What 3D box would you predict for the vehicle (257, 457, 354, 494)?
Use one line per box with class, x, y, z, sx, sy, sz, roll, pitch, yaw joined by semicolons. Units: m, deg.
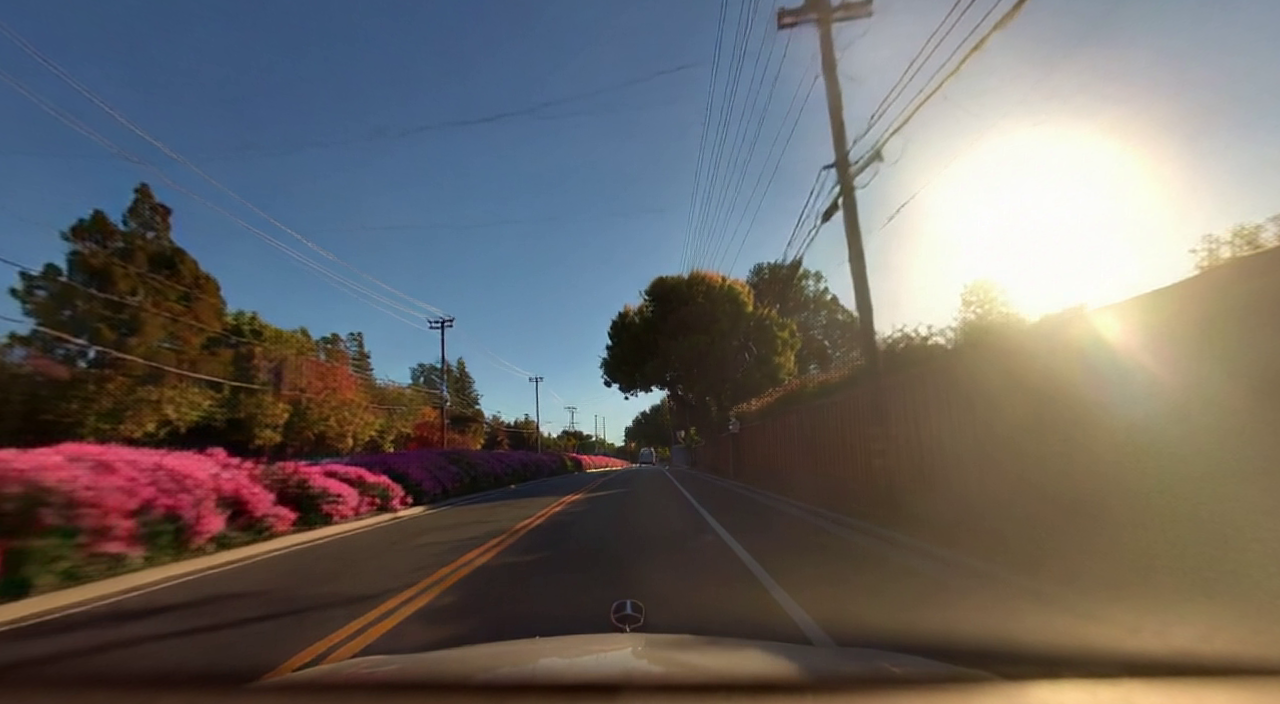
vehicle;-15.192;5.596;28.958;1.839;1.447;4.585;0;-8;1
